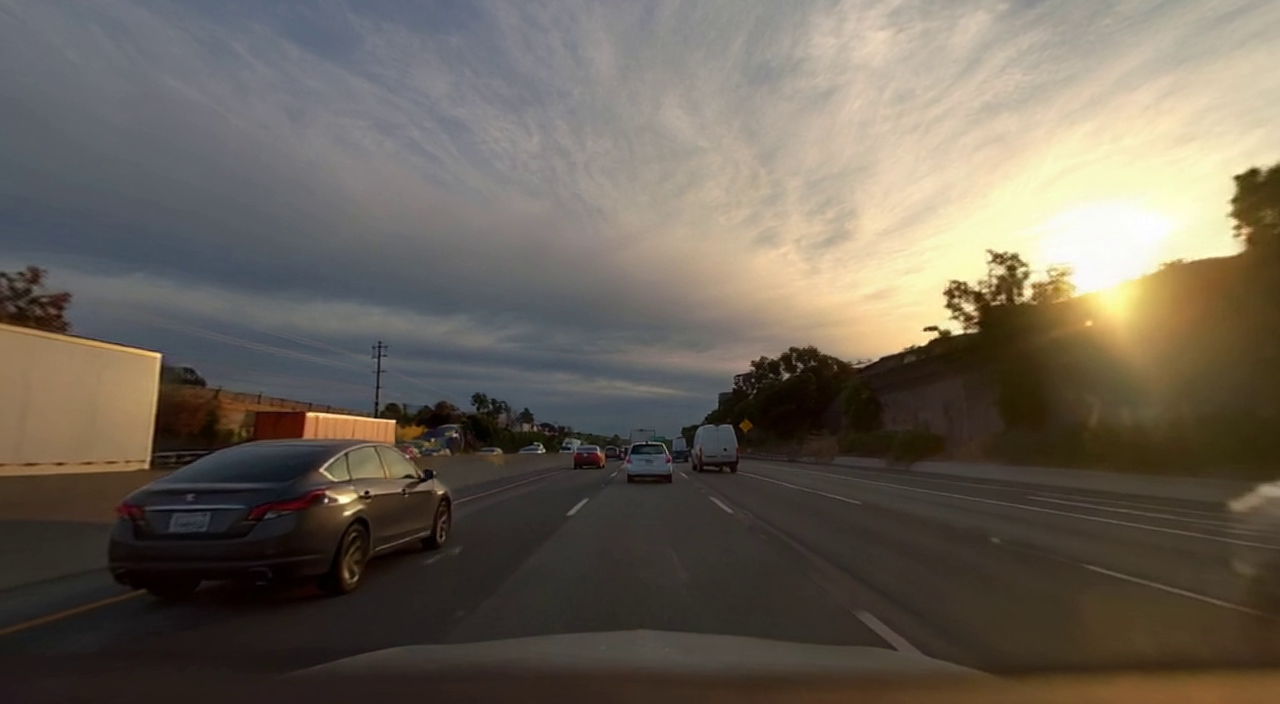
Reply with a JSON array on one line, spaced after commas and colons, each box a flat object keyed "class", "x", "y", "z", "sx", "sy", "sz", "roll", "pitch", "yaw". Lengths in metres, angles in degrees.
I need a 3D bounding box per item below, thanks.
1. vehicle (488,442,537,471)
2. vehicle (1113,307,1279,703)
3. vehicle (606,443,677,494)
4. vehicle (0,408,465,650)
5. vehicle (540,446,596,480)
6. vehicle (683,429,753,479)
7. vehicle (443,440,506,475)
[{"class": "vehicle", "x": -8.269, "y": 6.797, "z": 41.168, "sx": 2.168, "sy": 1.749, "sz": 4.698, "roll": 0, "pitch": -9, "yaw": 1}, {"class": "vehicle", "x": 3.362, "y": 0.426, "z": 0.236, "sx": 2.196, "sy": 1.773, "sz": 5.352, "roll": 0, "pitch": -9, "yaw": 0}, {"class": "vehicle", "x": 0.030, "y": 3.684, "z": 20.225, "sx": 2.053, "sy": 1.461, "sz": 3.941, "roll": 0, "pitch": -9, "yaw": 0}, {"class": "vehicle", "x": -3.400, "y": 1.517, "z": 6.411, "sx": 1.956, "sy": 1.602, "sz": 4.258, "roll": 0, "pitch": -9, "yaw": 1}, {"class": "vehicle", "x": -3.284, "y": 5.179, "z": 29.559, "sx": 2.062, "sy": 1.459, "sz": 4.365, "roll": 0, "pitch": -9, "yaw": 1}, {"class": "vehicle", "x": 3.533, "y": 4.801, "z": 29.769, "sx": 2.460, "sy": 2.086, "sz": 5.576, "roll": 0, "pitch": -9, "yaw": -1}, {"class": "vehicle", "x": -8.858, "y": 5.689, "z": 34.159, "sx": 2.187, "sy": 1.776, "sz": 4.518, "roll": 0, "pitch": -9, "yaw": 0}]
